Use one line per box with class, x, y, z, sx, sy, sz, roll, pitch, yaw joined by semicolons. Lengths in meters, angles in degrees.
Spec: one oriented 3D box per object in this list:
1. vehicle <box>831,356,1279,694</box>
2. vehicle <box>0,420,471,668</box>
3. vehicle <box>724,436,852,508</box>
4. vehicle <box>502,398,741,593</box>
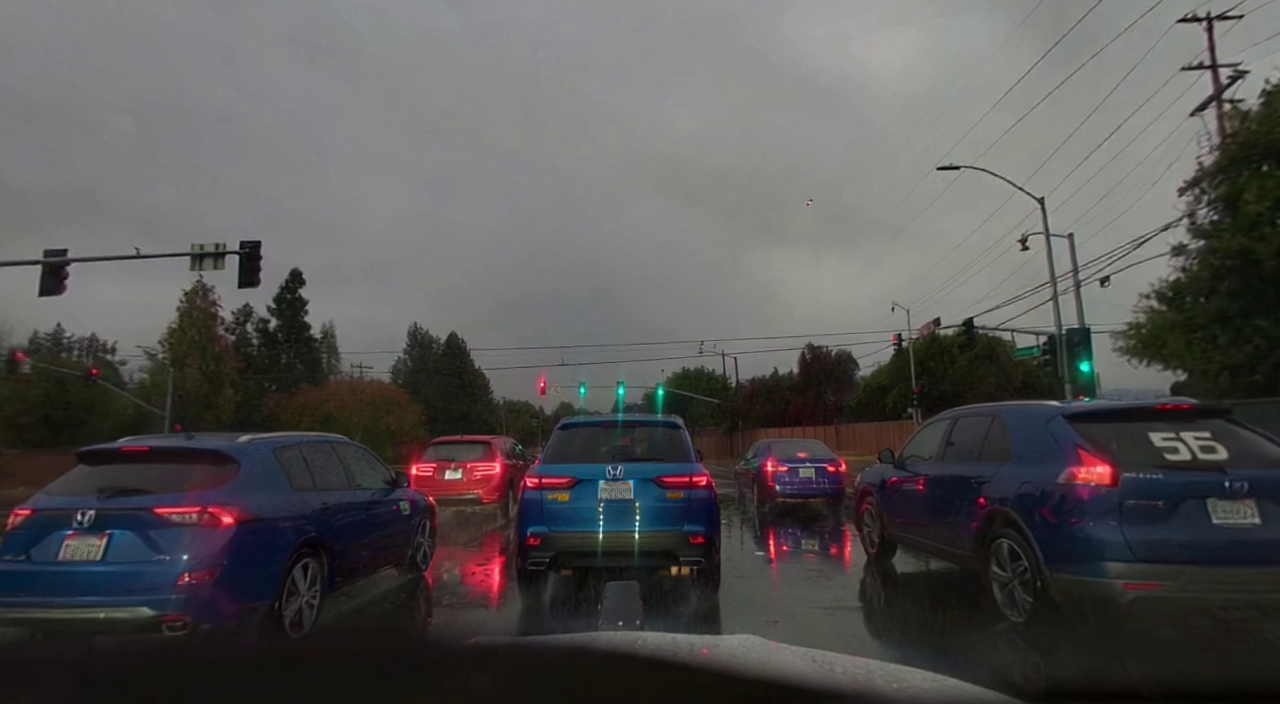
vehicle;3.518;1.257;5.737;1.999;1.789;4.583;0;-9;-1
vehicle;-3.192;1.493;6.088;1.881;1.466;4.484;0;-9;0
vehicle;3.368;2.831;15.361;1.949;1.479;4.489;0;-9;-1
vehicle;-0.138;1.578;7.701;2.111;1.712;4.078;0;-9;1
